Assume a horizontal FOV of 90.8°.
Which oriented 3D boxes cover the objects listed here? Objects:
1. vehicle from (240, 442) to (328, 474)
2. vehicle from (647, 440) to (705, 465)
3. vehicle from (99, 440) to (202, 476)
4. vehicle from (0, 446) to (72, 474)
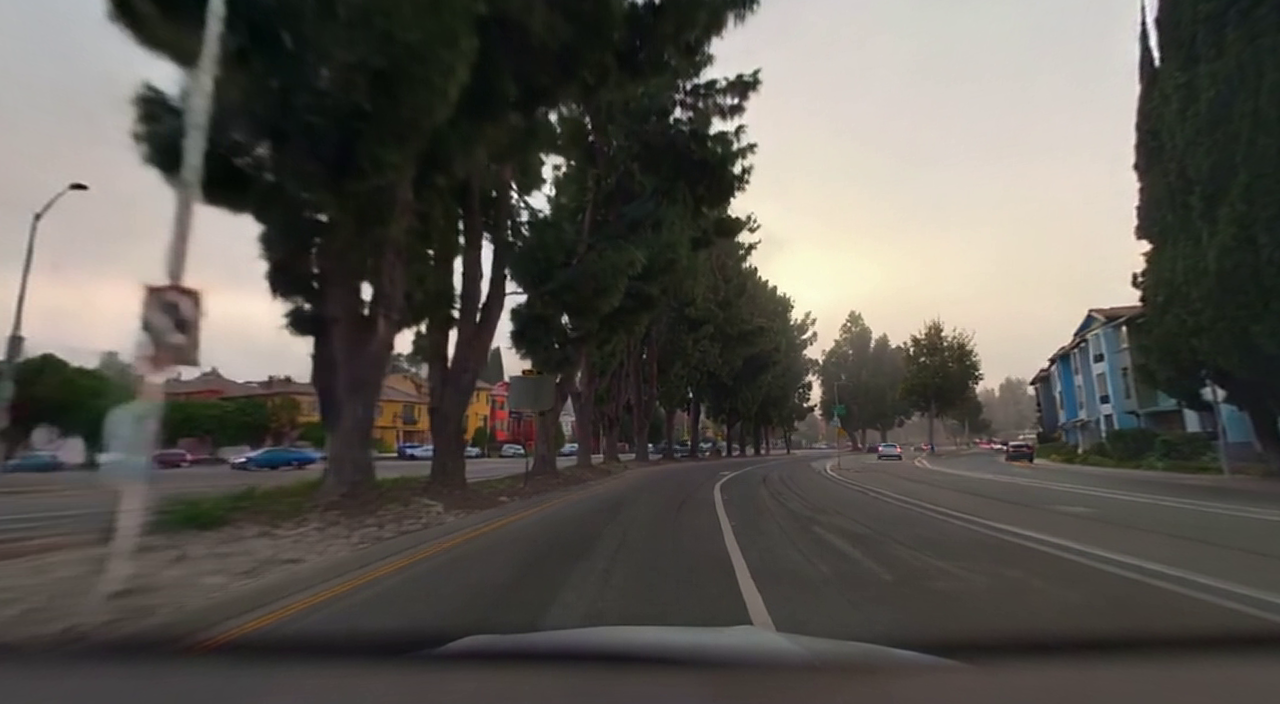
[{"bbox_3d":[-18.240,5.418,32.516,1.753,1.553,3.575,-3,-9,20],"label":"vehicle"},{"bbox_3d":[2.428,6.571,41.374,2.081,1.489,4.863,-4,-10,26],"label":"vehicle"},{"bbox_3d":[-29.831,6.548,38.678,1.944,1.714,4.408,-8,-16,22],"label":"vehicle"},{"bbox_3d":[-36.652,6.476,38.027,4.207,1.612,1.951,-4,-9,24],"label":"vehicle"}]
